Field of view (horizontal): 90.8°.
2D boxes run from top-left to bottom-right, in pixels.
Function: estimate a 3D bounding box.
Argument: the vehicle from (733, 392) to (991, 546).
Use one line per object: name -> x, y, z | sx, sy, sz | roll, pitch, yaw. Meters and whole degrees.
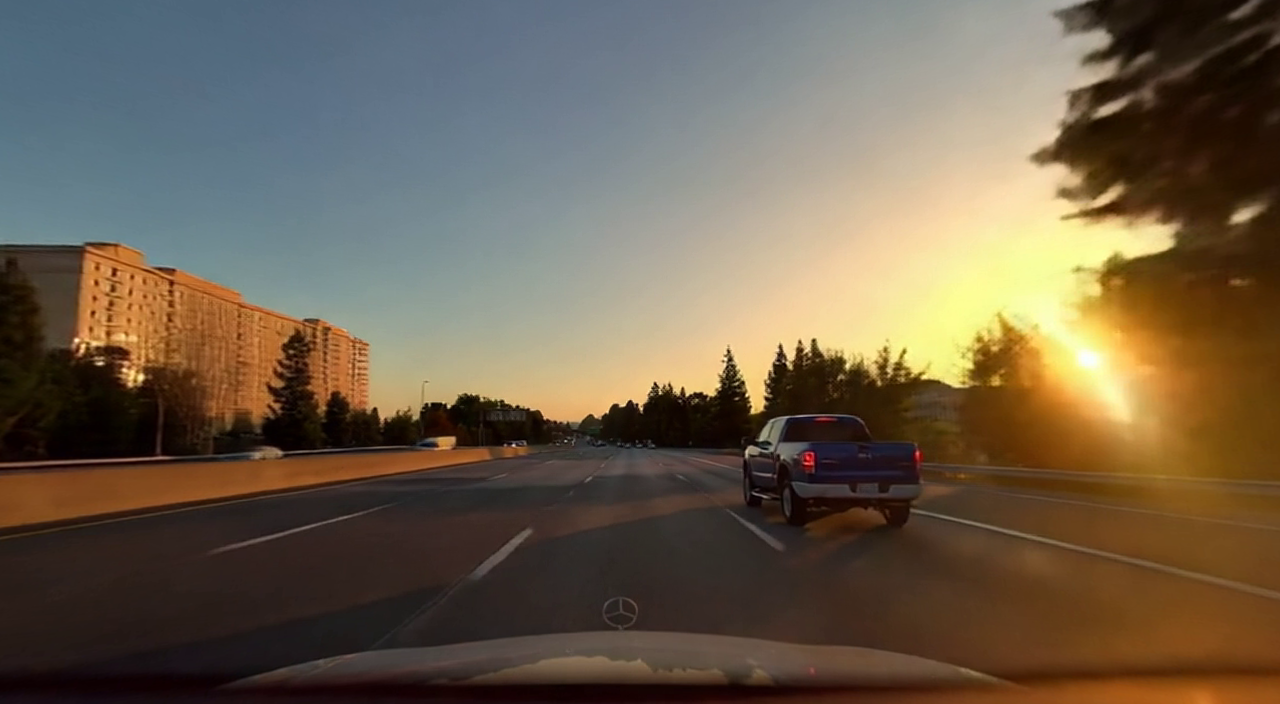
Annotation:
vehicle -> 3.231, 1.850, 10.604 | 2.462, 1.984, 4.718 | 0, -8, -2
